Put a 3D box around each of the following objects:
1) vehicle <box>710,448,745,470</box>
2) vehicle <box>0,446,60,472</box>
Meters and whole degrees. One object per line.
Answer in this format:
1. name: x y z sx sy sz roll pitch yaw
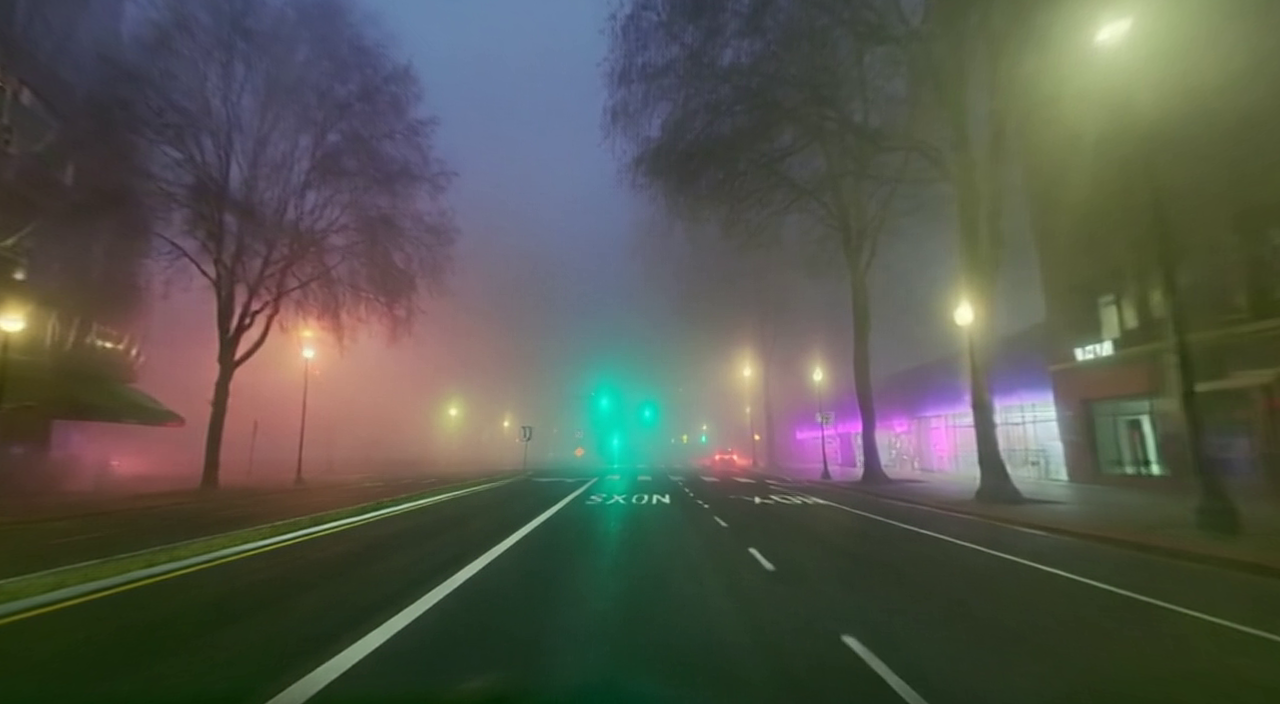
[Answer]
1. vehicle: 6.461 7.909 46.808 1.906 1.523 4.336 0 -9 -1
2. vehicle: -44.239 7.485 44.188 4.973 1.790 1.987 0 -8 -1
